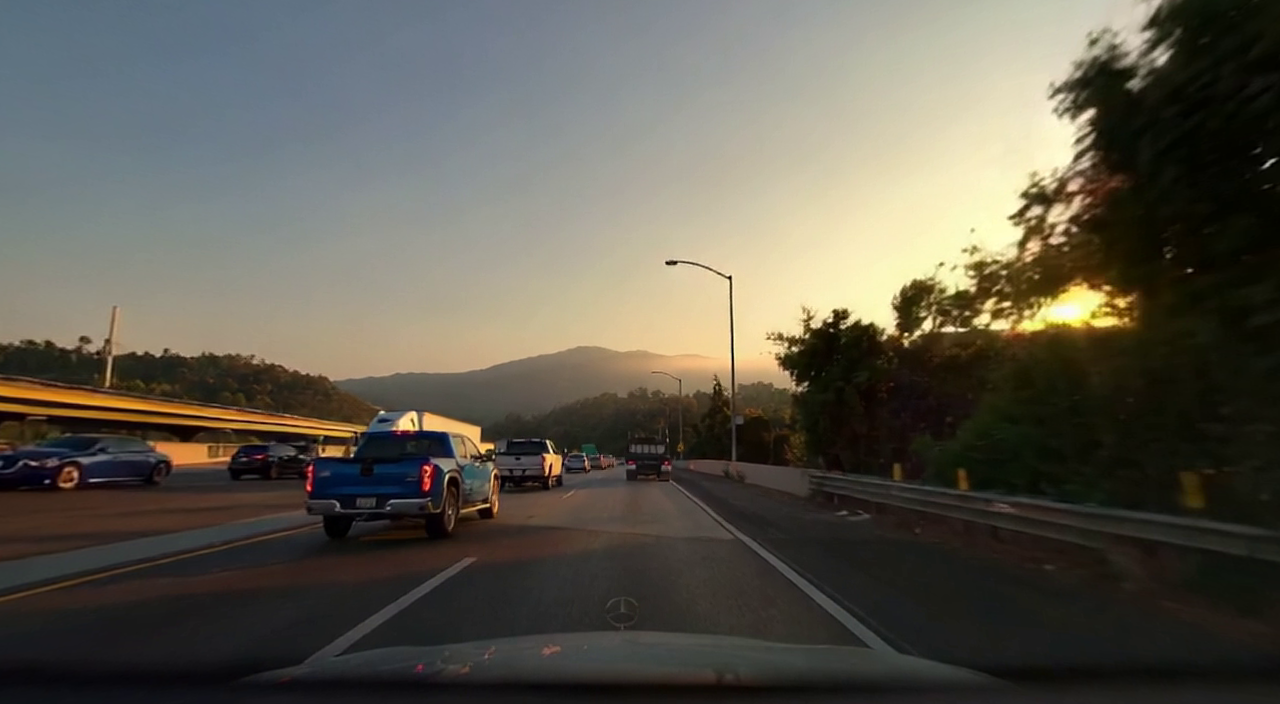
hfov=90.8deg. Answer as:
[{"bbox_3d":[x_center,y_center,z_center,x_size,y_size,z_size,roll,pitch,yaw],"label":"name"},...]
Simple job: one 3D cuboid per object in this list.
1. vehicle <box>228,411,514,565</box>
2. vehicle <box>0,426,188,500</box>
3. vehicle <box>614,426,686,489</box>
[{"bbox_3d":[-3.774,2.040,10.230,2.303,1.835,5.044,-1,-9,1],"label":"vehicle"},{"bbox_3d":[-13.359,2.591,15.012,1.828,1.482,4.204,-1,-9,6],"label":"vehicle"},{"bbox_3d":[0.301,4.830,29.275,2.886,2.471,7.692,0,-9,-1],"label":"vehicle"}]
